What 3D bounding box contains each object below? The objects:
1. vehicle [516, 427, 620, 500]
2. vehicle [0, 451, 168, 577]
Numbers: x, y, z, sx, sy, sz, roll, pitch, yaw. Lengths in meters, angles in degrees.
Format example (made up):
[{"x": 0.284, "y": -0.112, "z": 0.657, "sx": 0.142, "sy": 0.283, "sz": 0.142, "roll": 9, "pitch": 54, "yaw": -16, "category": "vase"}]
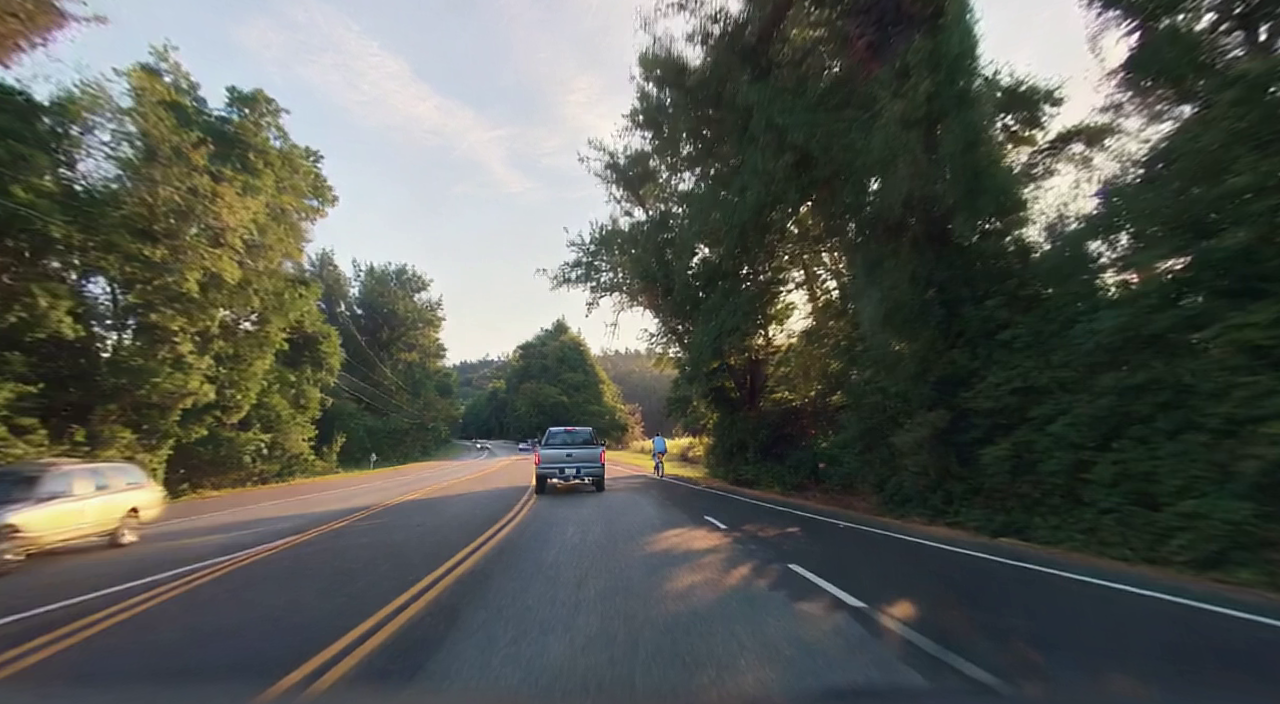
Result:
[{"x": -2.060, "y": 3.221, "z": 18.688, "sx": 2.631, "sy": 1.798, "sz": 5.331, "roll": 0, "pitch": -8, "yaw": -5, "category": "vehicle"}, {"x": -8.738, "y": 2.010, "z": 7.859, "sx": 2.106, "sy": 1.475, "sz": 4.723, "roll": -1, "pitch": -8, "yaw": -1, "category": "vehicle"}]
